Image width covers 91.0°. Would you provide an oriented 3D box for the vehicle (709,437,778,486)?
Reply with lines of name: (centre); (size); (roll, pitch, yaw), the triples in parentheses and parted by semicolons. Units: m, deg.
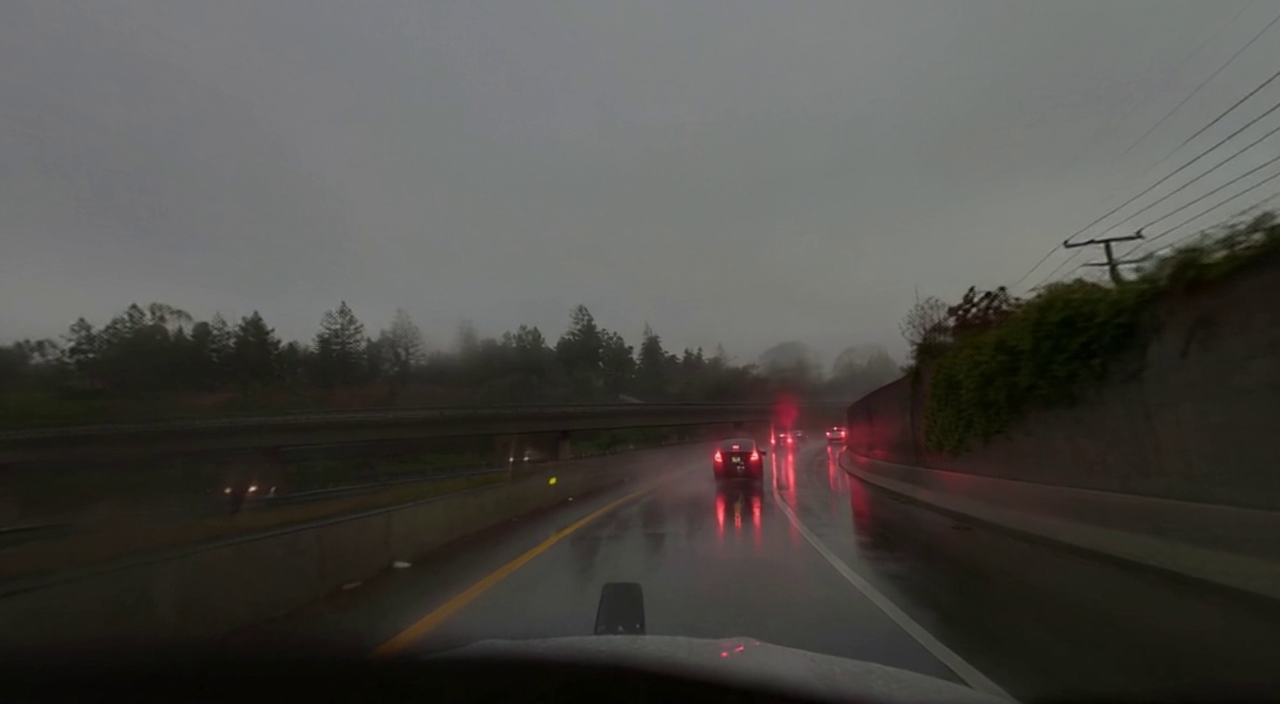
vehicle: (3.555, 3.685, 21.553); (2.091, 1.482, 4.321); (-2, -9, 10)
